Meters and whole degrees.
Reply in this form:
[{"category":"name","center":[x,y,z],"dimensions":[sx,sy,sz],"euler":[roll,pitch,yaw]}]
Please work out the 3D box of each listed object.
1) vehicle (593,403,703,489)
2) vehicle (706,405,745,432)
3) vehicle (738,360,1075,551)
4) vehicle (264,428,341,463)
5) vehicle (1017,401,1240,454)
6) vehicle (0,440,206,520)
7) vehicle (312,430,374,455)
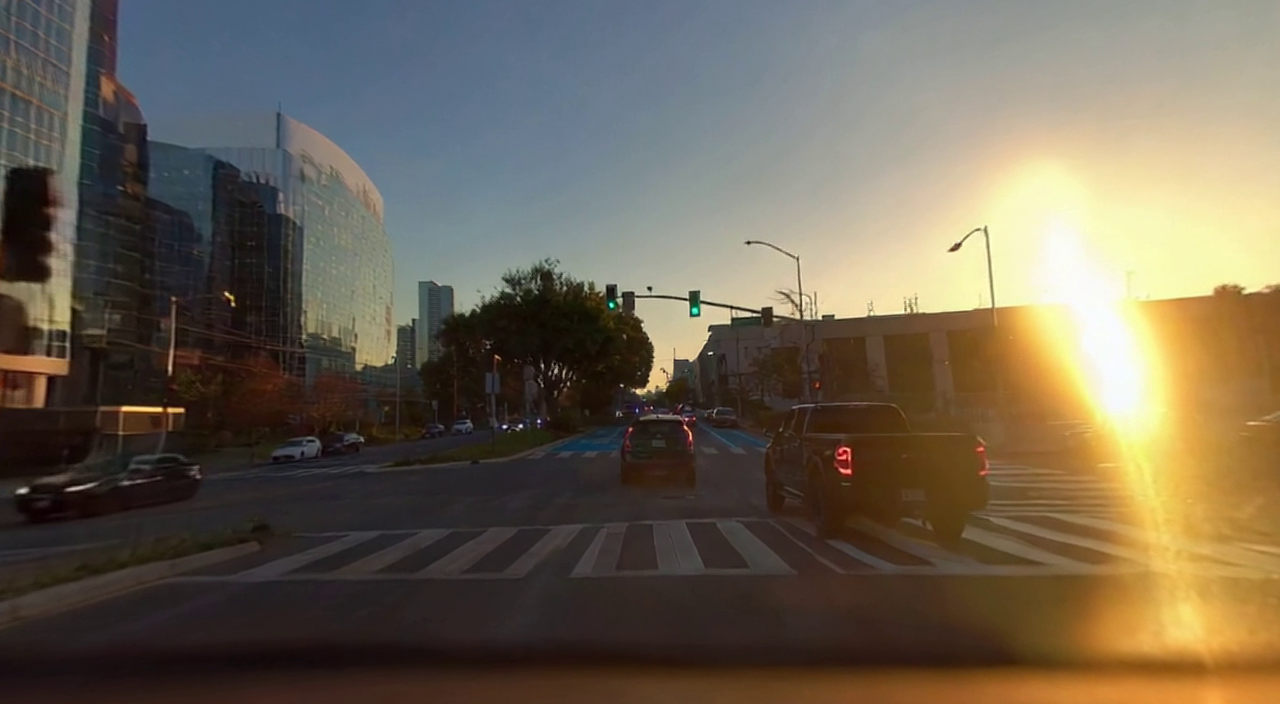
[{"category":"vehicle","center":[0.121,2.265,15.309],"dimensions":[2.283,1.773,4.255],"euler":[0,-9,-1]},{"category":"vehicle","center":[6.510,5.161,48.644],"dimensions":[2.279,1.818,4.961],"euler":[0,-9,-1]},{"category":"vehicle","center":[3.373,1.557,10.072],"dimensions":[2.487,2.048,6.443],"euler":[0,-8,-1]},{"category":"vehicle","center":[-19.573,5.474,36.829],"dimensions":[2.060,1.867,4.626],"euler":[0,-9,-2]},{"category":"vehicle","center":[14.312,2.270,18.722],"dimensions":[4.872,1.472,2.136],"euler":[0,-9,-2]},{"category":"vehicle","center":[-13.509,3.103,15.892],"dimensions":[2.062,1.697,4.321],"euler":[0,-9,-1]},{"category":"vehicle","center":[-19.661,6.033,42.008],"dimensions":[1.871,1.546,4.792],"euler":[0,-9,0]}]
